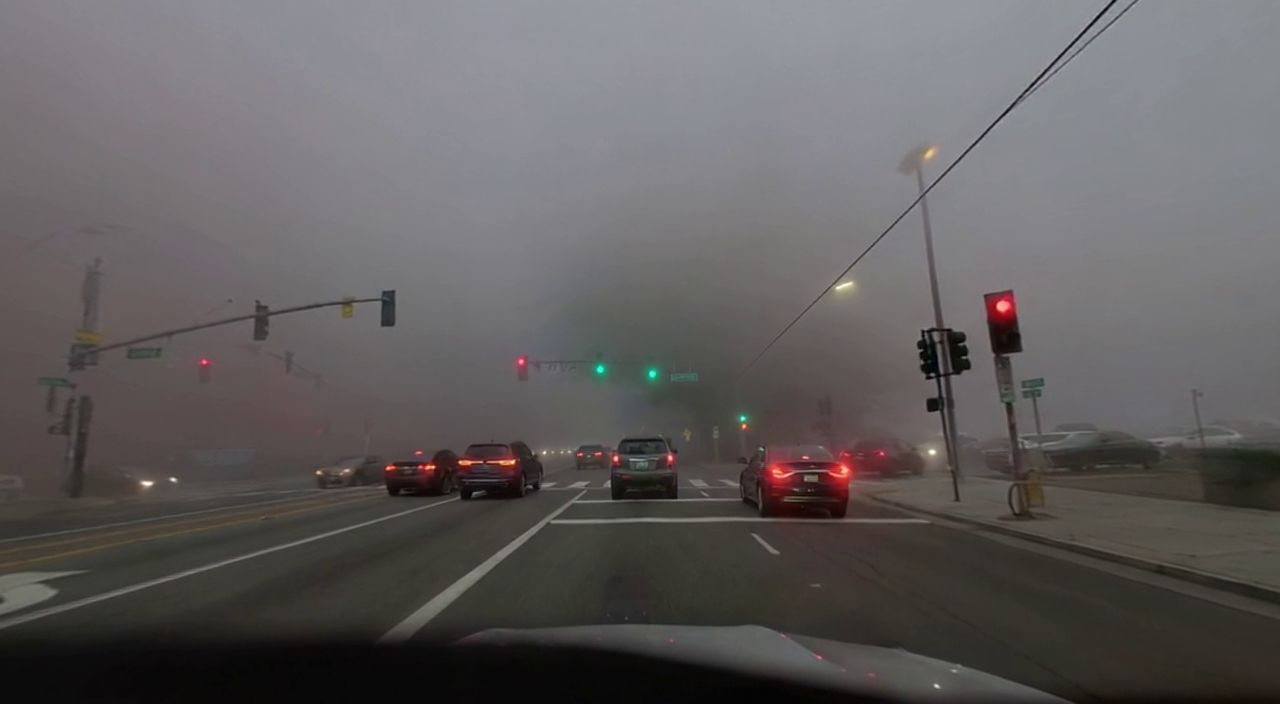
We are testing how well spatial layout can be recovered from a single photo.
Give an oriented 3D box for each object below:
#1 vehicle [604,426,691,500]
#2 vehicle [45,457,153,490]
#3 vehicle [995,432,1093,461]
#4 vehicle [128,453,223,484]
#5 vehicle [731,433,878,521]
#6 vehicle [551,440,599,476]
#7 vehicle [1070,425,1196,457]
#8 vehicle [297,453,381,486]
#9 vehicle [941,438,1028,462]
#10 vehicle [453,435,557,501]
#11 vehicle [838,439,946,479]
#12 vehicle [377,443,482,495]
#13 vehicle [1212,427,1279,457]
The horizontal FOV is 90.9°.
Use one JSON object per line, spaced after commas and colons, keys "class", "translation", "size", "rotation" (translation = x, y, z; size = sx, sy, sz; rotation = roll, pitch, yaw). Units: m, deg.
{"class": "vehicle", "translation": [0.213, 2.969, 17.246], "size": [2.075, 1.770, 4.018], "rotation": [0, -8, 1]}
{"class": "vehicle", "translation": [-29.740, 6.639, 34.712], "size": [4.337, 1.690, 1.875], "rotation": [-1, -9, 5]}
{"class": "vehicle", "translation": [23.086, 5.425, 36.159], "size": [4.236, 1.617, 1.832], "rotation": [-1, -9, 10]}
{"class": "vehicle", "translation": [-27.683, 6.934, 37.658], "size": [4.221, 1.703, 1.930], "rotation": [-1, -9, 4]}
{"class": "vehicle", "translation": [3.151, 2.477, 13.076], "size": [2.030, 1.492, 4.383], "rotation": [0, -9, 2]}
{"class": "vehicle", "translation": [-3.151, 5.250, 31.360], "size": [1.894, 1.642, 3.861], "rotation": [0, -8, 1]}
{"class": "vehicle", "translation": [29.751, 5.425, 38.200], "size": [5.516, 1.780, 2.064], "rotation": [-2, -10, 9]}
{"class": "vehicle", "translation": [-14.767, 5.762, 31.223], "size": [1.857, 1.440, 4.499], "rotation": [0, -9, 1]}
{"class": "vehicle", "translation": [21.511, 6.154, 39.502], "size": [4.315, 1.461, 1.803], "rotation": [-1, -9, 6]}
{"class": "vehicle", "translation": [-3.642, 3.205, 17.827], "size": [1.886, 1.599, 4.247], "rotation": [0, -8, 1]}
{"class": "vehicle", "translation": [10.211, 4.279, 25.420], "size": [4.566, 1.457, 1.986], "rotation": [7, -11, -39]}
{"class": "vehicle", "translation": [-6.632, 3.704, 20.361], "size": [1.852, 1.495, 4.211], "rotation": [0, -9, 1]}
{"class": "vehicle", "translation": [36.973, 5.258, 36.939], "size": [4.409, 1.696, 2.180], "rotation": [-2, -9, 13]}
